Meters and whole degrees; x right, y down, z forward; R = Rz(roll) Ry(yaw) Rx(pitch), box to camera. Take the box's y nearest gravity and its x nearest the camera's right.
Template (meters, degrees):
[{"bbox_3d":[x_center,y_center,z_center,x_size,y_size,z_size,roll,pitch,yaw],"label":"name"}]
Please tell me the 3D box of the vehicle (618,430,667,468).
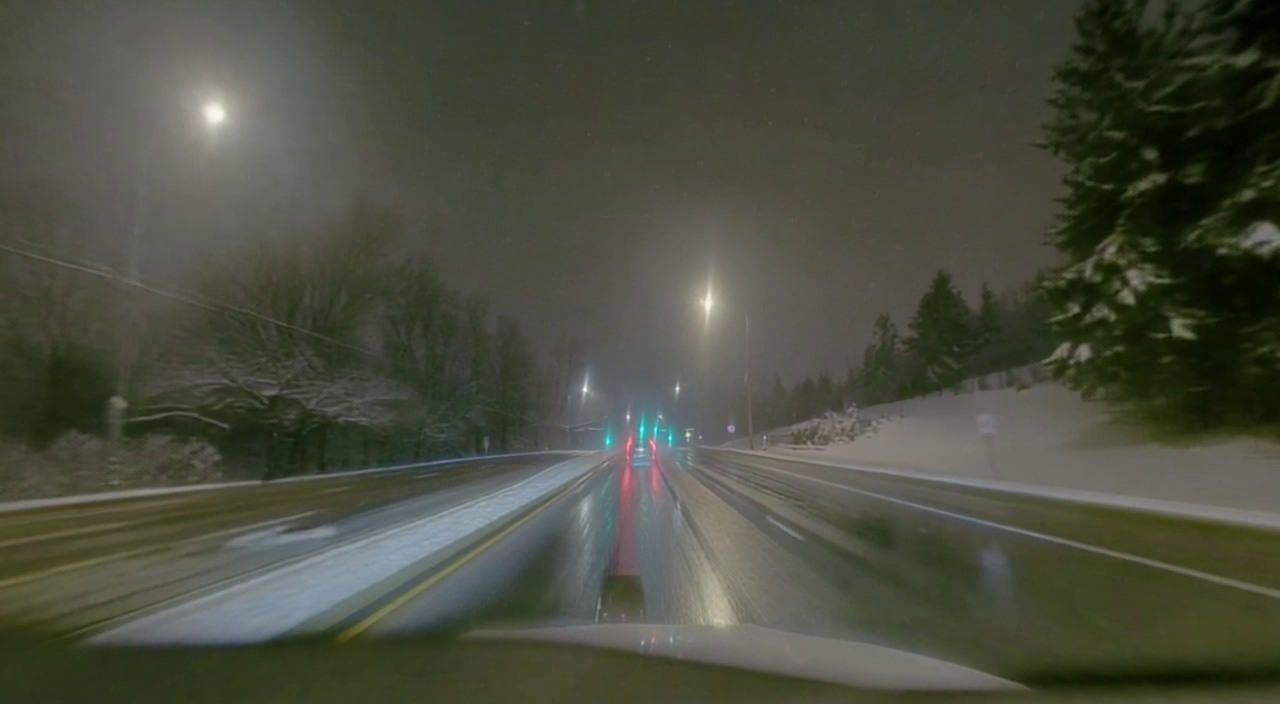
[{"bbox_3d":[0.137,4.727,30.690,2.256,1.734,4.176,0,-8,1],"label":"vehicle"}]
